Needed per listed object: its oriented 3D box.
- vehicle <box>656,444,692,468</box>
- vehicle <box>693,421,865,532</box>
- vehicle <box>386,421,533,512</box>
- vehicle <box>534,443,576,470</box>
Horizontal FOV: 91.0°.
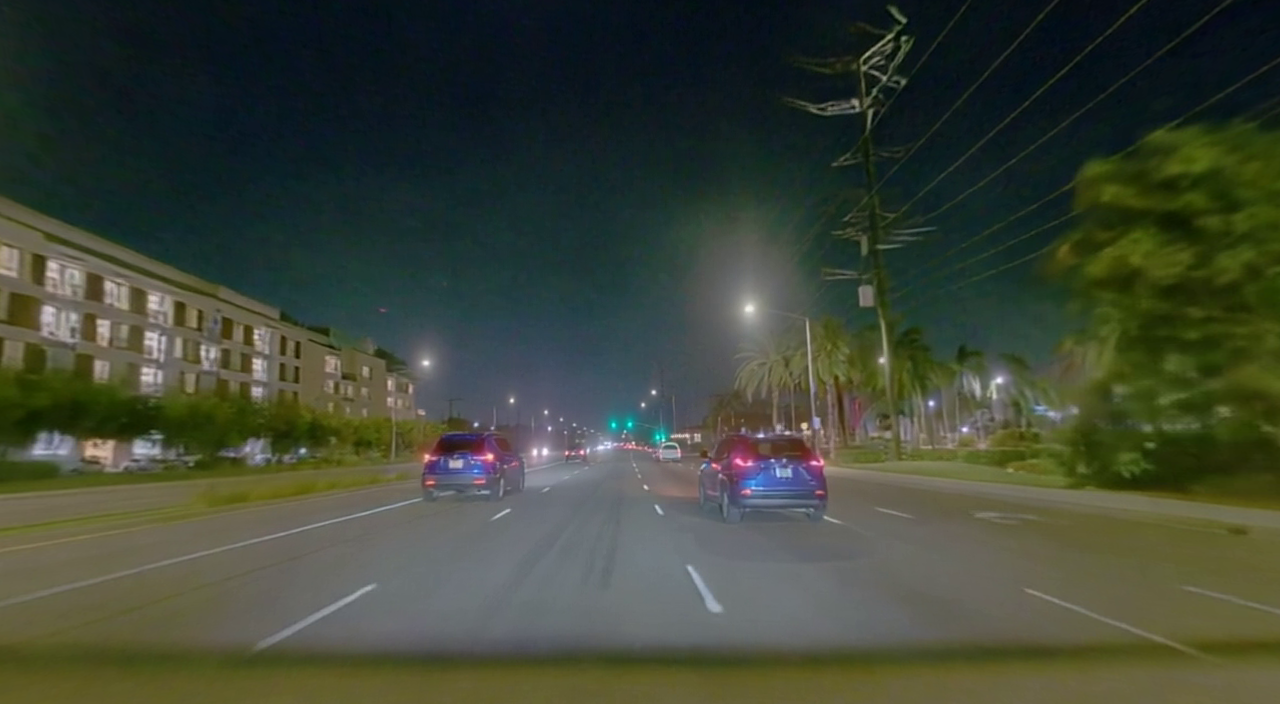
[{"bbox_3d":[2.160,6.730,40.786,1.981,1.472,3.923,0,-9,-2],"label":"vehicle"},{"bbox_3d":[2.368,2.275,12.047,2.198,1.706,4.166,0,-9,-2],"label":"vehicle"},{"bbox_3d":[-4.066,2.684,15.190,2.169,1.796,4.821,0,-9,-1],"label":"vehicle"},{"bbox_3d":[-5.092,6.314,38.130,2.040,1.482,4.121,0,-9,-1],"label":"vehicle"}]
